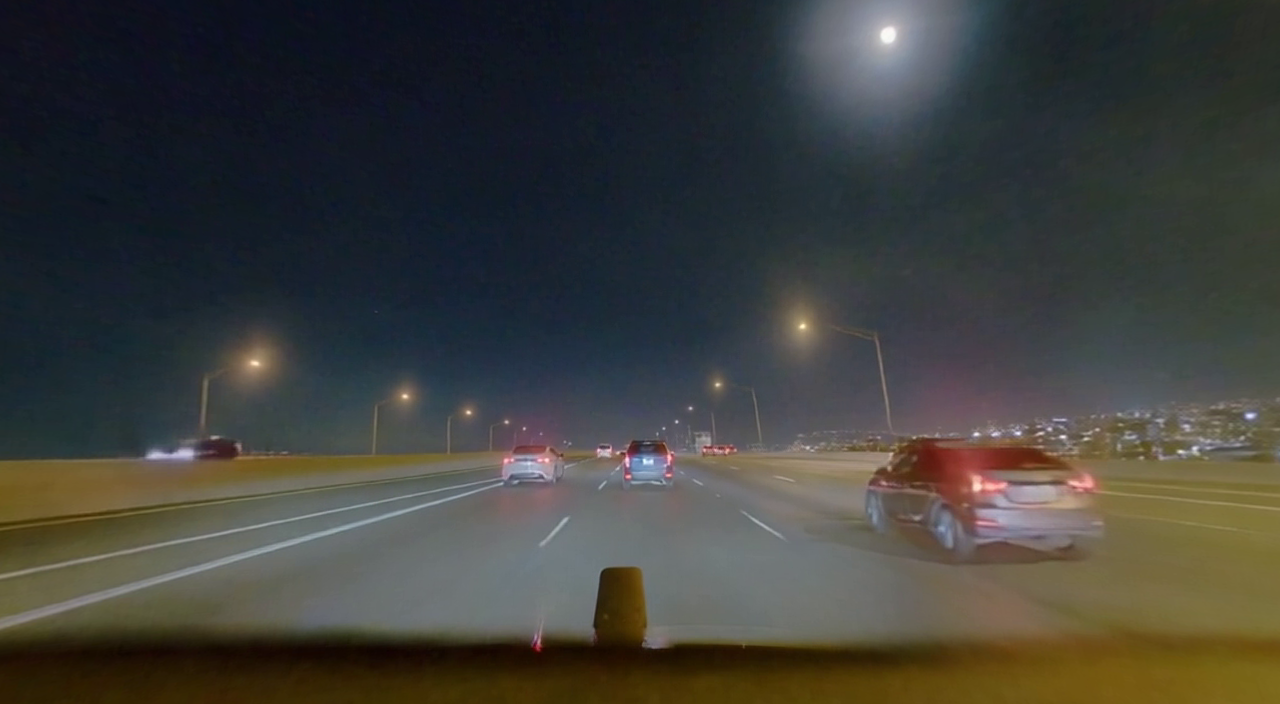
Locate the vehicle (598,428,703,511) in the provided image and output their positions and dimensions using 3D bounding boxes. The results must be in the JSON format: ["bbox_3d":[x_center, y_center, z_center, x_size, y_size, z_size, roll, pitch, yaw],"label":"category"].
[{"bbox_3d":[0.223,2.672,14.721,2.099,1.640,4.134,0,-9,0],"label":"vehicle"}]

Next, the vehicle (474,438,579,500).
[{"bbox_3d":[-3.050,3.254,17.973,2.011,1.510,4.698,0,-9,1],"label":"vehicle"}]

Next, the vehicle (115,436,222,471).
[{"bbox_3d":[-26.554,5.737,35.629,2.242,1.794,4.890,0,-9,1],"label":"vehicle"}]

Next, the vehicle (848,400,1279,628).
[{"bbox_3d":[4.072,1.489,6.726,2.210,1.625,4.249,0,-9,0],"label":"vehicle"}]
